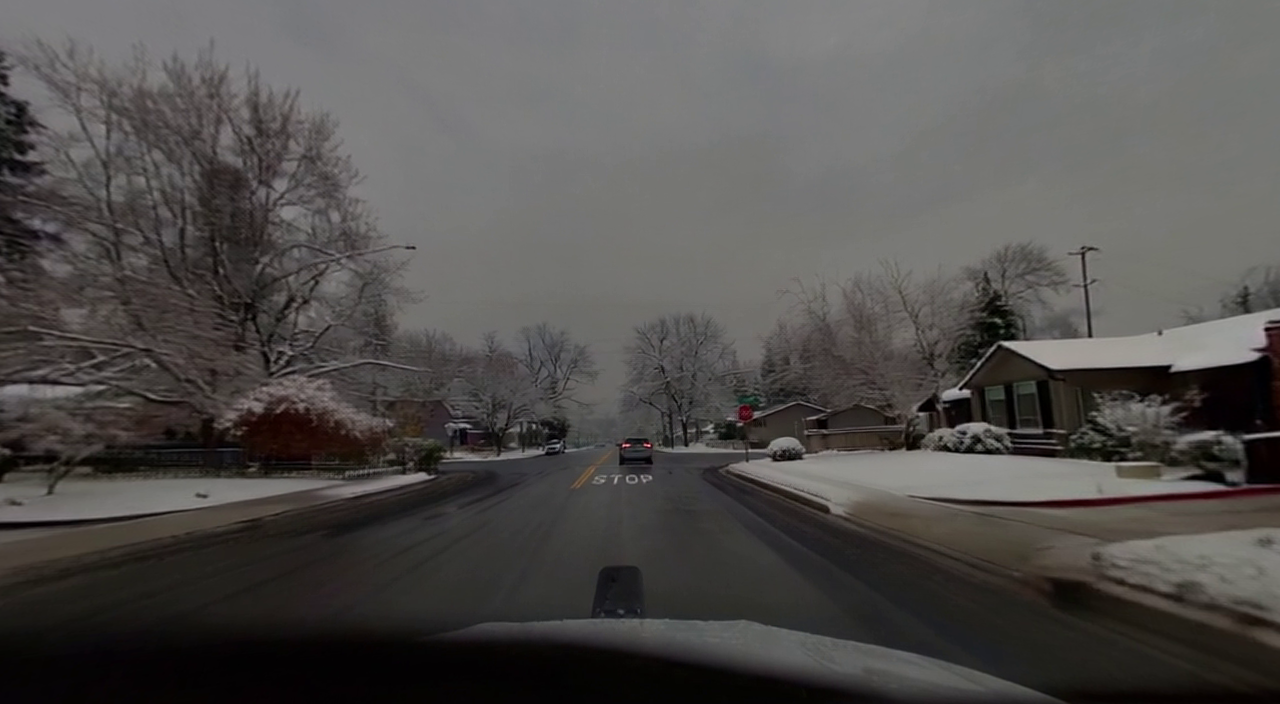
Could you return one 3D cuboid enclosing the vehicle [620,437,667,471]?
[{"bbox_3d":[0.130,4.801,29.812,2.043,1.484,4.340,0,-8,-1],"label":"vehicle"}]
